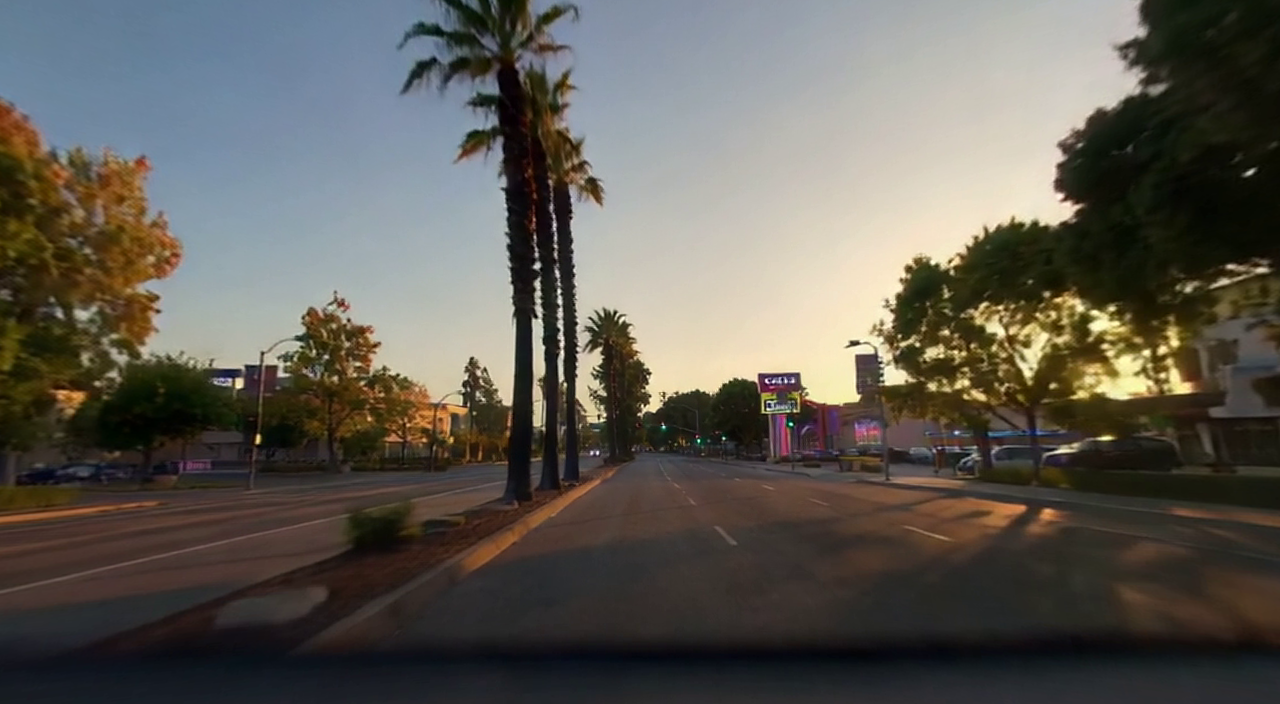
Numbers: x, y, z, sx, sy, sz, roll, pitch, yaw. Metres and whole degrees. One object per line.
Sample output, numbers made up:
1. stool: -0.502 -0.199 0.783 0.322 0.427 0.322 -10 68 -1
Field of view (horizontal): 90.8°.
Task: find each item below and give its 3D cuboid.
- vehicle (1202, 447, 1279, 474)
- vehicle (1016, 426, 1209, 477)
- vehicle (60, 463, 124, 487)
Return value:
1. vehicle: 39.550 7.077 41.404 1.919 1.613 3.862 -2 -9 5
2. vehicle: 21.427 4.540 28.958 6.489 2.179 2.882 0 -9 -1
3. vehicle: -42.154 9.396 48.578 4.464 1.684 2.128 -5 -10 28
